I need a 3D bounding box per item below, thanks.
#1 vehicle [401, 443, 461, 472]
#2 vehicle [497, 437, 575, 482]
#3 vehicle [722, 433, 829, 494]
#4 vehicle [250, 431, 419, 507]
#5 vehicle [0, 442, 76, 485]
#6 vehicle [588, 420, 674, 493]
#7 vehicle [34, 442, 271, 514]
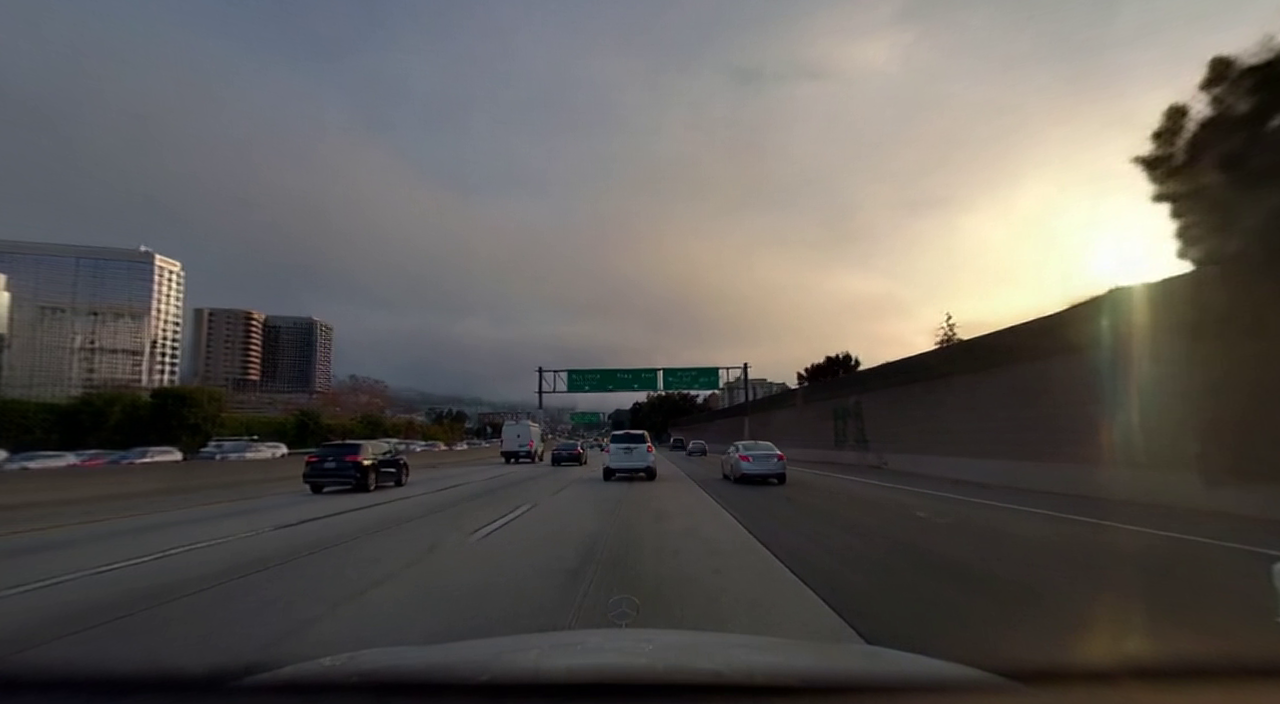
[{"bbox_3d":[-11.435,5.752,34.764,1.923,1.480,3.905,0,-8,0],"label":"vehicle"},{"bbox_3d":[-3.804,4.018,23.892,2.079,1.499,4.512,0,-8,1],"label":"vehicle"},{"bbox_3d":[3.674,3.106,18.015,1.942,1.487,4.518,0,-8,-1],"label":"vehicle"},{"bbox_3d":[-7.438,2.869,15.997,2.021,1.632,4.417,0,-8,1],"label":"vehicle"},{"bbox_3d":[-25.676,4.453,25.297,1.889,1.629,4.486,0,-8,0],"label":"vehicle"},{"bbox_3d":[-0.250,3.023,18.599,2.209,1.863,4.626,0,-8,0],"label":"vehicle"},{"bbox_3d":[-11.204,2.877,15.047,1.970,1.441,4.555,0,-8,1],"label":"vehicle"}]
